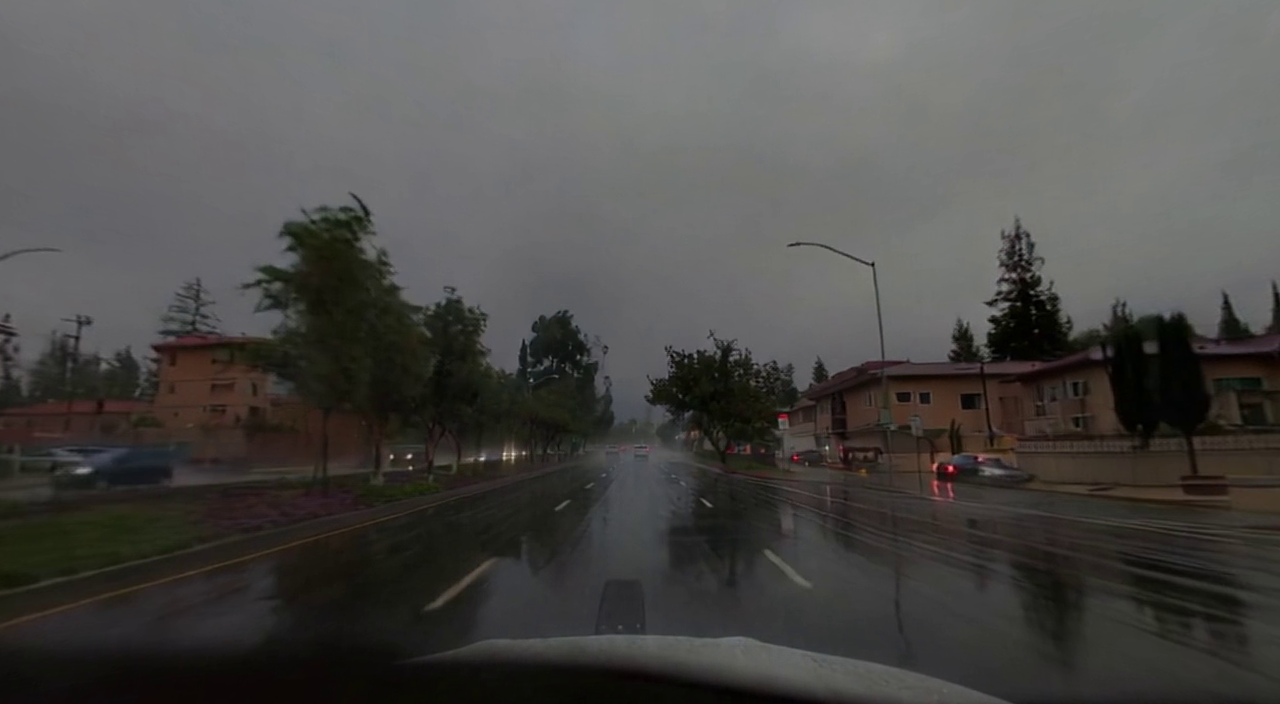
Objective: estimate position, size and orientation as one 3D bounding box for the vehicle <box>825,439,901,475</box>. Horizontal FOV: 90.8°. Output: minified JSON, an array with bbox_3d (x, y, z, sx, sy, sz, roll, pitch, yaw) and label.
[{"bbox_3d":[13.197,6.257,37.826,2.047,1.950,5.112,1,-9,-8],"label":"vehicle"}]

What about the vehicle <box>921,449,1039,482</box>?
[{"bbox_3d":[16.010,5.338,30.019,1.826,1.420,4.533,5,-10,-32],"label":"vehicle"}]

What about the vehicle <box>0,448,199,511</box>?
[{"bbox_3d":[-14.798,3.463,17.646,1.929,1.506,4.125,0,-9,0],"label":"vehicle"}]

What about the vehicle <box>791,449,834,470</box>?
[{"bbox_3d":[12.798,8.019,47.255,1.916,1.452,4.651,0,-9,0],"label":"vehicle"}]
